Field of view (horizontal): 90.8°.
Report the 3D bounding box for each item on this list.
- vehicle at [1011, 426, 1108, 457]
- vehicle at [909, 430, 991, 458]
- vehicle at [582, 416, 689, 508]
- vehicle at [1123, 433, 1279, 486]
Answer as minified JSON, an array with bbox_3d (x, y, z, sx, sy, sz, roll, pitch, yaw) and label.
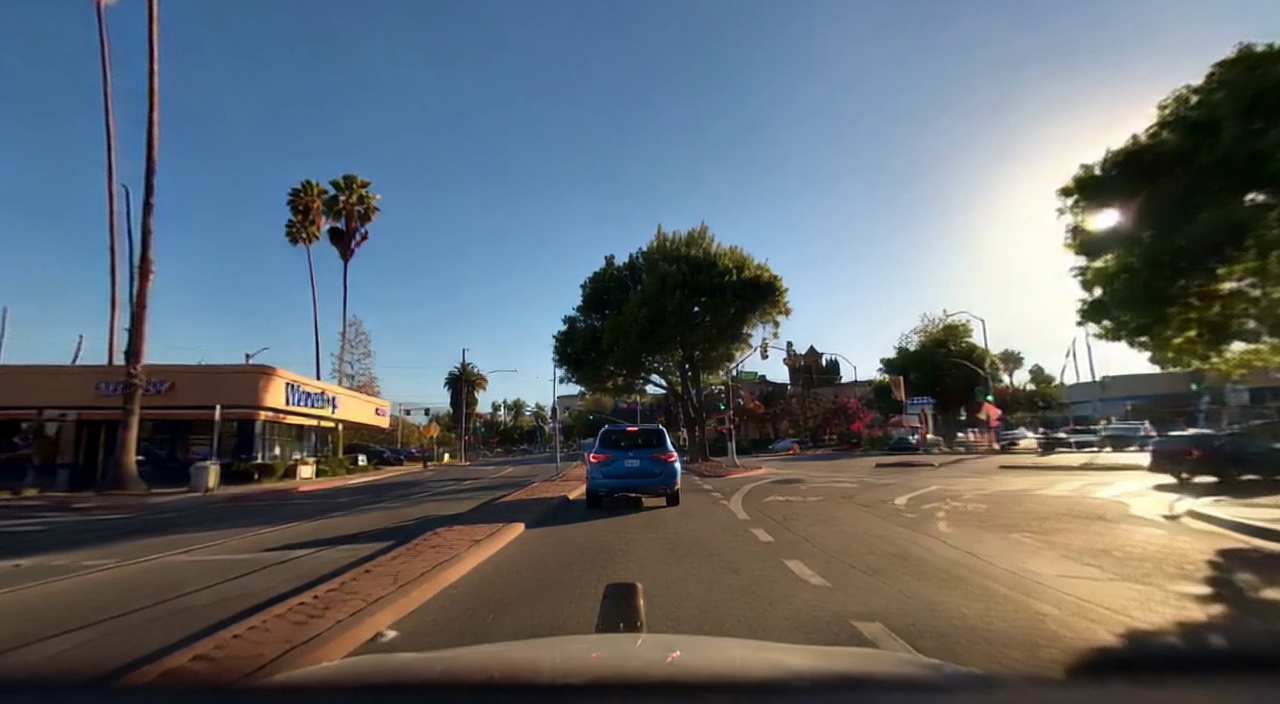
[{"bbox_3d":[25.095,5.396,37.909,4.641,1.778,1.958,-6,-10,33],"label":"vehicle"},{"bbox_3d":[21.750,6.488,44.343,4.852,1.847,1.983,-6,-10,33],"label":"vehicle"},{"bbox_3d":[-0.029,2.688,15.795,2.263,1.932,4.709,0,-8,2],"label":"vehicle"},{"bbox_3d":[18.324,3.396,20.195,4.542,1.560,2.086,2,-9,-15],"label":"vehicle"}]
